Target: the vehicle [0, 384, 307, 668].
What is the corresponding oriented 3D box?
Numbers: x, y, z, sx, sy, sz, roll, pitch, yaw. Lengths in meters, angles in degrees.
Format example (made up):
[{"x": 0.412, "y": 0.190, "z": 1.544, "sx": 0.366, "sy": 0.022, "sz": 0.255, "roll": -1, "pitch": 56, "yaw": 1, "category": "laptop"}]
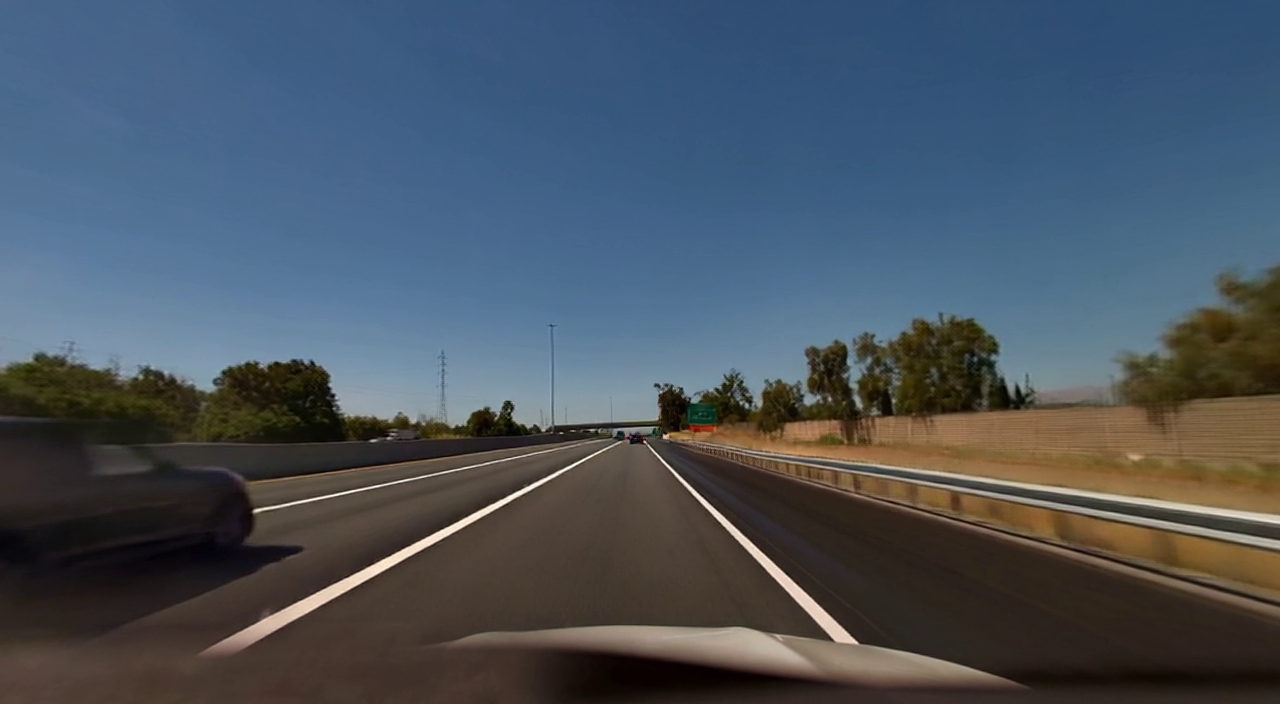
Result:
[{"x": -4.561, "y": 1.037, "z": 4.078, "sx": 2.149, "sy": 1.532, "sz": 4.905, "roll": 0, "pitch": -8, "yaw": 0, "category": "vehicle"}]
